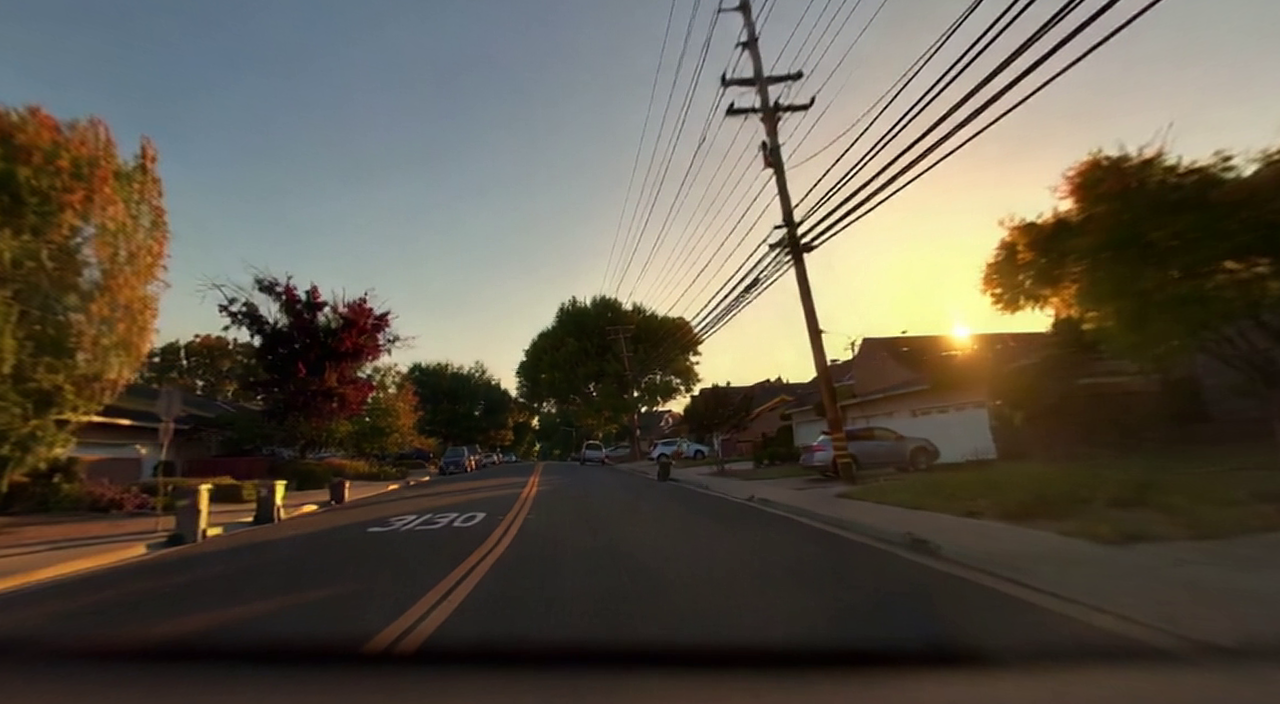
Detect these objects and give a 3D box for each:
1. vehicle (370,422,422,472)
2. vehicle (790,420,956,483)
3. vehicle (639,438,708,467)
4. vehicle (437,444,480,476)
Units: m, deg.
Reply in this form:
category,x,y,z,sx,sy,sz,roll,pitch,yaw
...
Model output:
category,x,y,z,sx,sy,sz,roll,pitch,yaw
vehicle,-17.383,6.857,45.486,2.781,3.221,7.995,1,-9,-17
vehicle,7.158,3.077,19.689,4.337,1.768,1.962,0,-8,-7
vehicle,2.401,7.316,46.049,4.489,1.812,2.056,0,-13,-13
vehicle,-11.524,6.956,40.336,2.046,1.777,4.473,-2,-11,-8
